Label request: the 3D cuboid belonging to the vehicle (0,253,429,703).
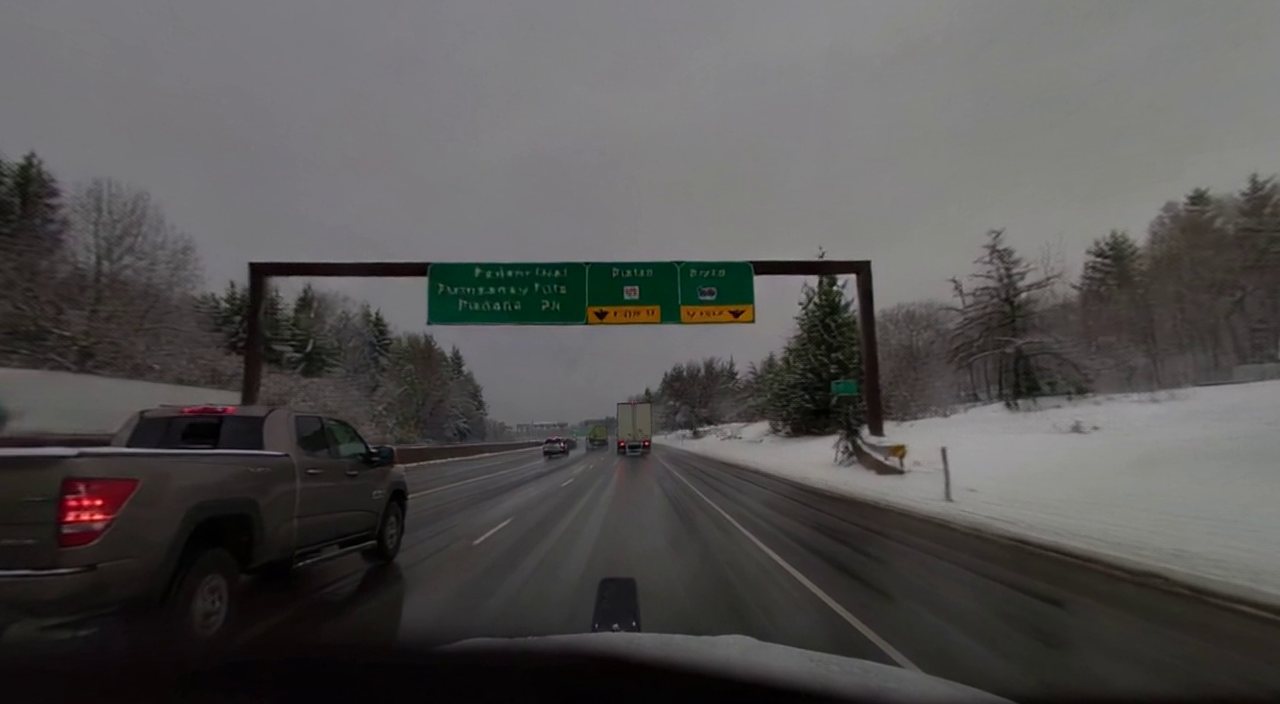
[{"bbox_3d":[-3.520,0.946,4.761,2.223,2.045,4.798,0,-8,-1],"label":"vehicle"}]
